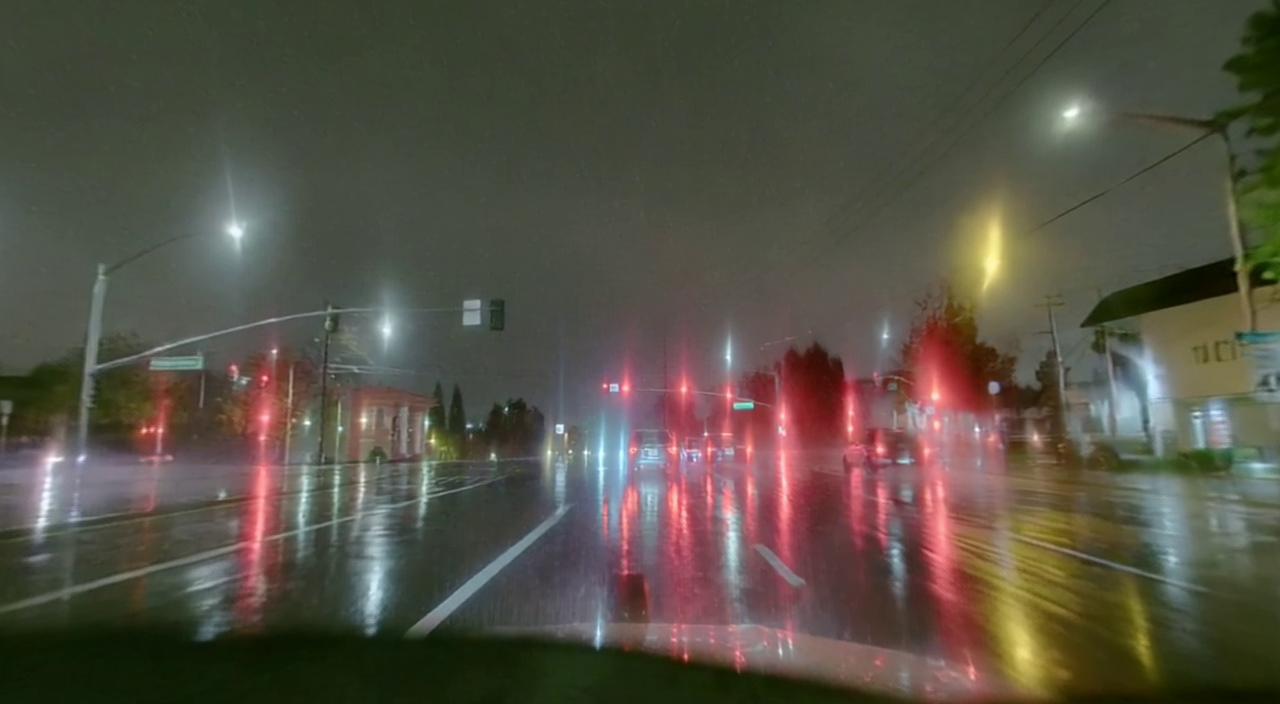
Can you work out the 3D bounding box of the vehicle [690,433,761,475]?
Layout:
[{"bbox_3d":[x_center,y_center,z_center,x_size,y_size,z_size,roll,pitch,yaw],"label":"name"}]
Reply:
[{"bbox_3d":[3.157,3.870,24.045,1.994,1.436,4.169,0,-8,-2],"label":"vehicle"}]

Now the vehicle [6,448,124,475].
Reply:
[{"bbox_3d":[-32.478,6.183,35.733,4.448,1.422,1.890,2,-9,-13],"label":"vehicle"}]

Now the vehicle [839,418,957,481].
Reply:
[{"bbox_3d":[8.644,3.330,21.719,2.132,1.892,4.851,-1,-8,2],"label":"vehicle"}]

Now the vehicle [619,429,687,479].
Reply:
[{"bbox_3d":[0.405,3.510,21.851,2.099,1.516,4.681,0,-8,0],"label":"vehicle"}]
